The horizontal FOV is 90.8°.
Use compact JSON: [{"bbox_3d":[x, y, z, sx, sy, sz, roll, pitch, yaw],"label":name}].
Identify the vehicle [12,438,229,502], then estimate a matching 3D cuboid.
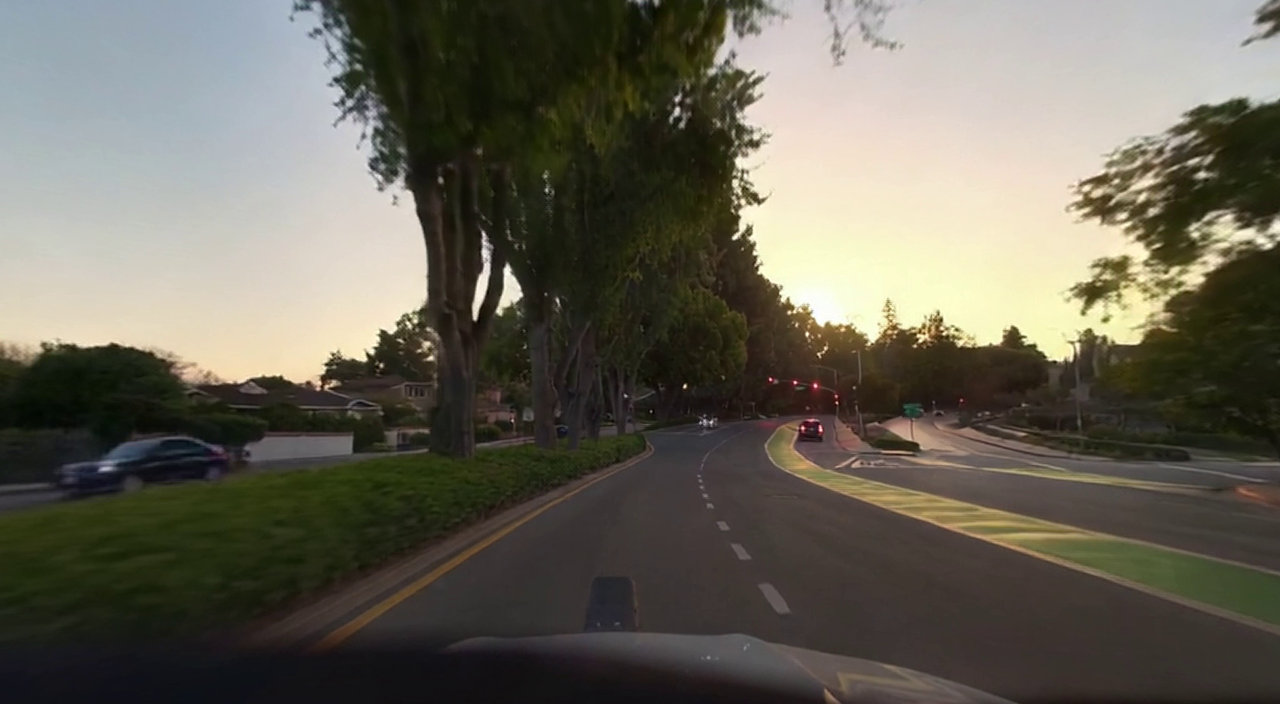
[{"bbox_3d":[-14.570,3.308,18.206,2.061,1.559,4.729,-1,-8,3],"label":"vehicle"}]
